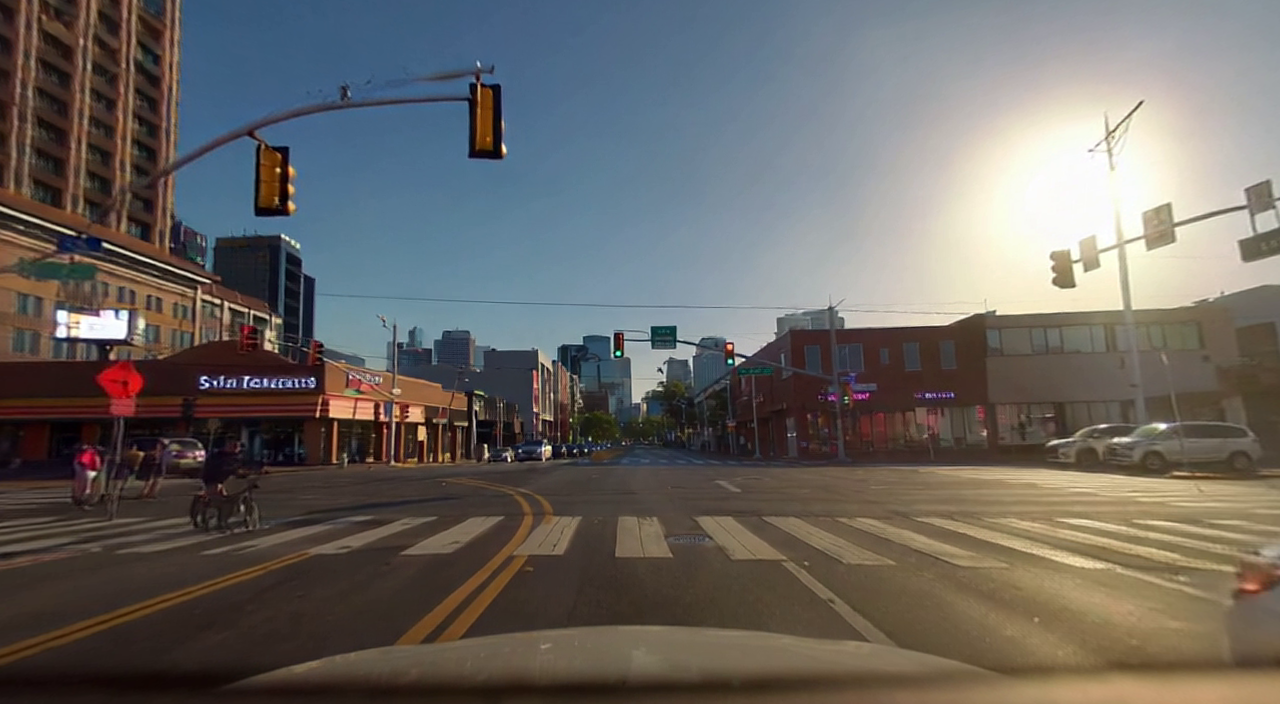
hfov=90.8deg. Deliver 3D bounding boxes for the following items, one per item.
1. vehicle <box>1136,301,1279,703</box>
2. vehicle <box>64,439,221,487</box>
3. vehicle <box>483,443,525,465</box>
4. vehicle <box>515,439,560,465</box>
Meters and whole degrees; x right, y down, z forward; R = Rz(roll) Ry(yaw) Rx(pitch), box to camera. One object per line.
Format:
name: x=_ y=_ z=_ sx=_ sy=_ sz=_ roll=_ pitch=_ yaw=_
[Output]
vehicle: x=2.935 y=0.431 z=0.124 sx=2.049 sy=1.691 sz=4.447 roll=0 pitch=-9 yaw=1
vehicle: x=-21.209 y=4.702 z=27.041 sx=5.161 sy=1.910 sz=2.275 roll=-2 pitch=-9 yaw=11
vehicle: x=-9.935 y=7.465 z=46.421 sx=2.106 sy=1.505 sz=4.228 roll=0 pitch=-9 yaw=0
vehicle: x=-6.882 y=6.803 z=43.087 sx=2.181 sy=1.703 sz=4.512 roll=-1 pitch=-9 yaw=2
